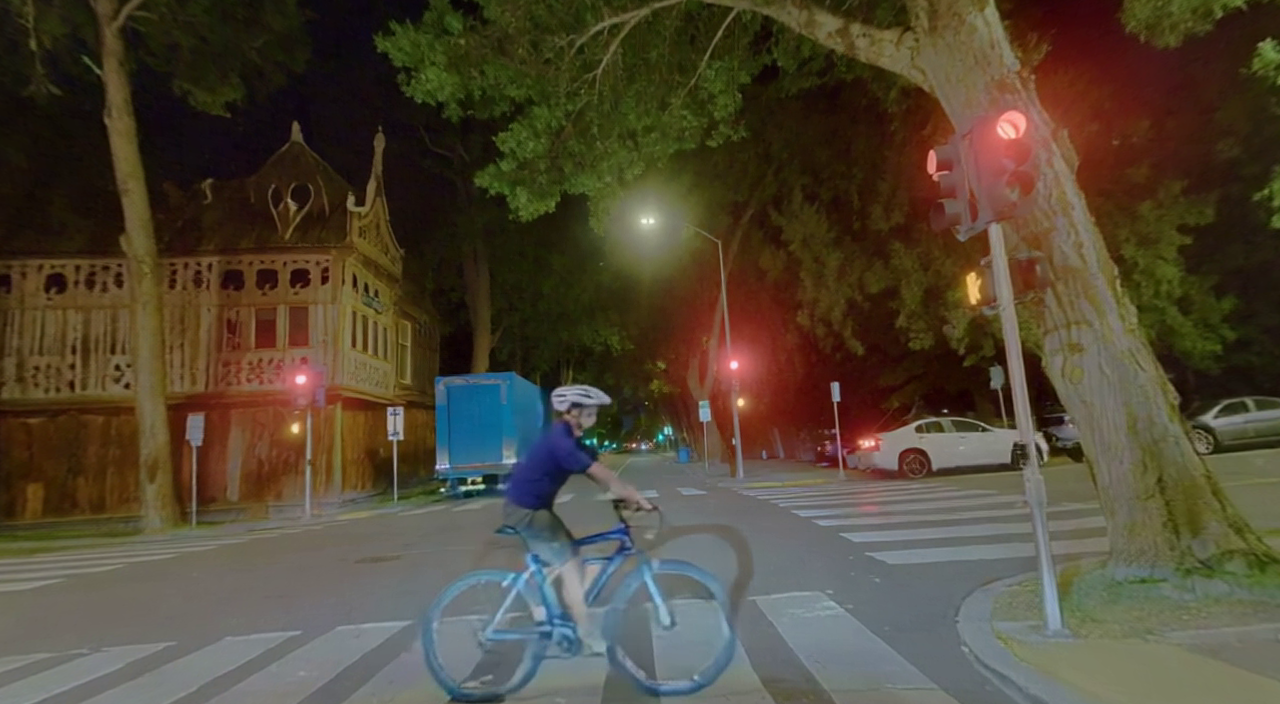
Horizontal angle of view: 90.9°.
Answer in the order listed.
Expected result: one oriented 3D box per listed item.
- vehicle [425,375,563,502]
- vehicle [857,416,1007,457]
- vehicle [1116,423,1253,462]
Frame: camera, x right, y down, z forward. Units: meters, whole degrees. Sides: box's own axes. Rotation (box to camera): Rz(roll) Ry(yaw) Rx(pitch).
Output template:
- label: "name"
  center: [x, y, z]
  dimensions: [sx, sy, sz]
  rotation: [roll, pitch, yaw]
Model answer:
- label: "vehicle"
  center: [-5.734, 3.711, 27.031]
  dimensions: [3.113, 4.041, 10.284]
  rotation: [-7, -8, 0]
- label: "vehicle"
  center: [10.696, 3.141, 23.420]
  dimensions: [4.643, 1.456, 1.820]
  rotation: [-1, -8, 5]
- label: "vehicle"
  center: [24.946, 4.161, 29.029]
  dimensions: [4.268, 1.695, 2.053]
  rotation: [0, -8, 3]
